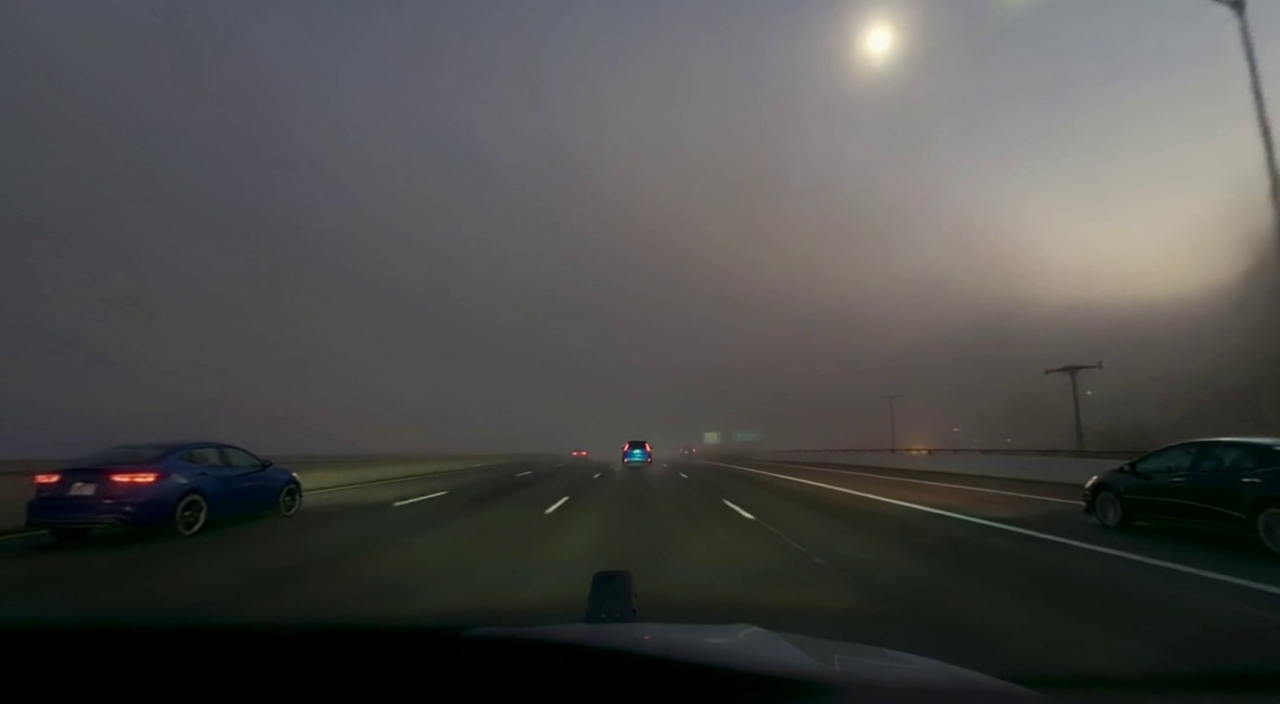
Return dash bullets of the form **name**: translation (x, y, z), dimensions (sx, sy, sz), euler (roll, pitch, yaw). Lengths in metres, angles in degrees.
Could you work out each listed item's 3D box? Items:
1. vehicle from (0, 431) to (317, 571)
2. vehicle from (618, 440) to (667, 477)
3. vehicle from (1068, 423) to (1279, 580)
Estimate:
- **vehicle**: translation (-6.683, 1.905, 8.881), dimensions (1.978, 1.477, 4.239), euler (0, -8, 0)
- **vehicle**: translation (0.102, 4.739, 28.271), dimensions (2.036, 1.542, 3.891), euler (0, -8, 0)
- **vehicle**: translation (7.121, 1.511, 6.559), dimensions (1.937, 1.498, 4.710), euler (0, -8, -1)
